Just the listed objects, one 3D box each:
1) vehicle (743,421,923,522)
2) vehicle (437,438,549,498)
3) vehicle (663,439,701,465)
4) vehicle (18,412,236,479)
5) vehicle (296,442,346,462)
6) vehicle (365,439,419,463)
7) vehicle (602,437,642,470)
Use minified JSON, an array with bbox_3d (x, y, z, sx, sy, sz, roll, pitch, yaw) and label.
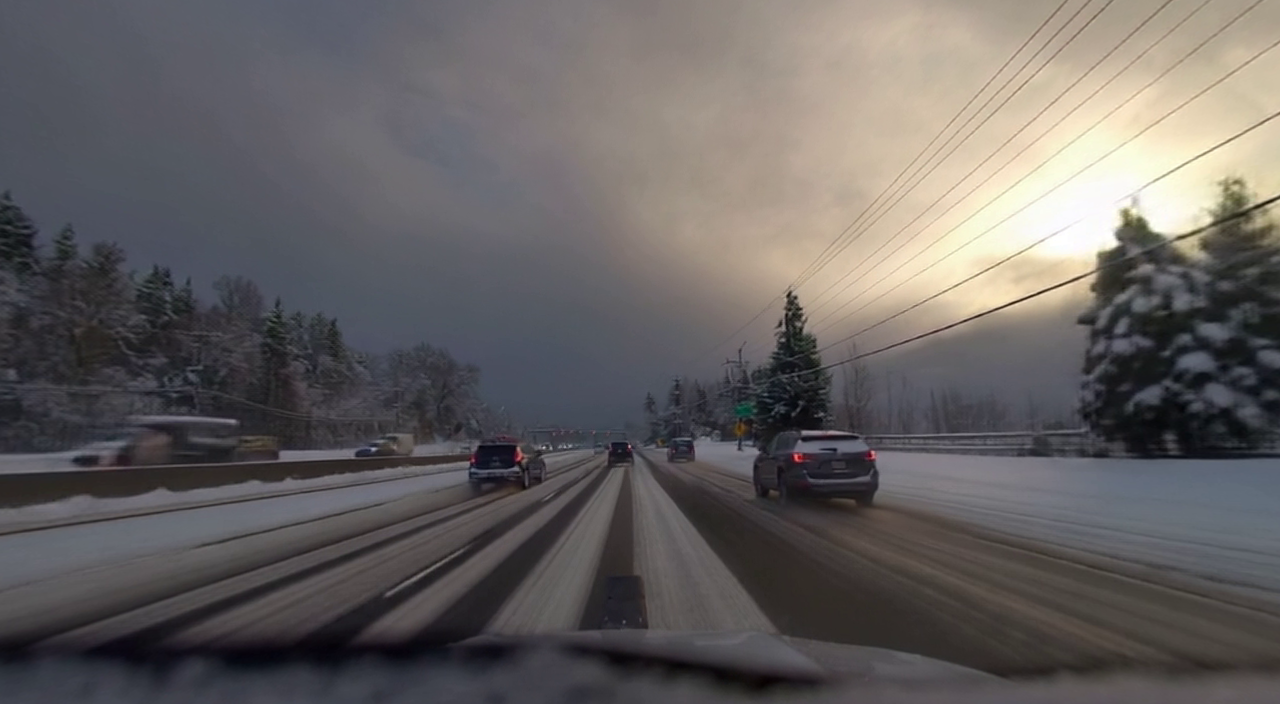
[{"bbox_3d":[3.732,2.412,13.298,2.102,1.723,4.745,0,-8,-2],"label":"vehicle"},{"bbox_3d":[-4.253,3.437,19.257,2.091,1.562,5.220,0,-8,1],"label":"vehicle"},{"bbox_3d":[2.947,7.165,45.393,2.099,1.720,4.829,0,-8,-3],"label":"vehicle"},{"bbox_3d":[-16.529,3.103,20.961,2.305,1.901,5.934,0,-8,-1],"label":"vehicle"},{"bbox_3d":[-24.914,7.824,49.423,1.806,1.445,4.241,0,-8,-2],"label":"vehicle"},{"bbox_3d":[-17.252,6.896,44.030,1.984,1.524,4.452,0,-8,0],"label":"vehicle"},{"bbox_3d":[-1.039,5.867,36.570,2.192,1.769,4.287,0,-8,-2],"label":"vehicle"}]
